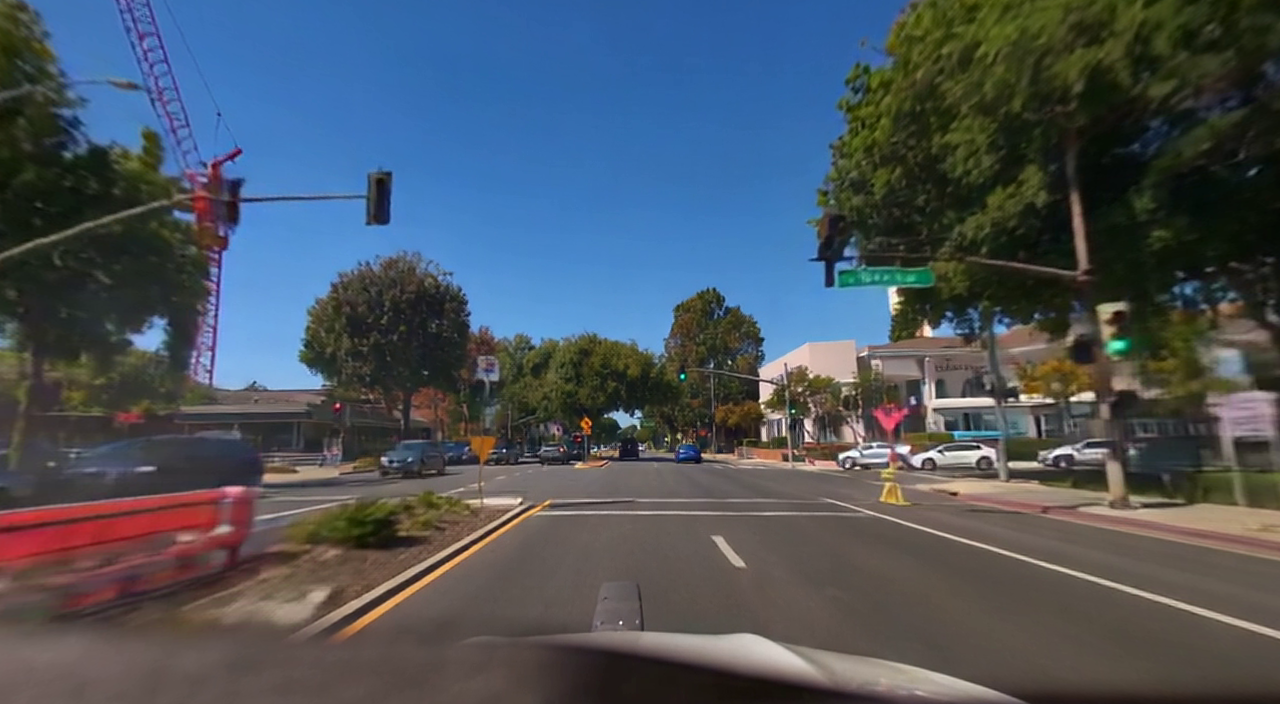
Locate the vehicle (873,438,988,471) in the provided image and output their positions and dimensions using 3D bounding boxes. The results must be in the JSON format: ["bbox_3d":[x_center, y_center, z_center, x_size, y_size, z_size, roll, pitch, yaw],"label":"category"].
[{"bbox_3d":[13.757,4.871,30.138,4.506,1.479,1.924,0,-8,1],"label":"vehicle"}]

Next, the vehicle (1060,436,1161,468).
[{"bbox_3d":[22.417,4.747,30.117,3.995,1.463,1.862,3,-9,-20],"label":"vehicle"}]

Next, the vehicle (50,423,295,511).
[{"bbox_3d":[-12.051,3.009,17.077,2.249,1.952,5.746,0,-8,0],"label":"vehicle"}]

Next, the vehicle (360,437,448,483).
[{"bbox_3d":[-9.105,4.196,24.767,1.918,1.640,3.971,0,-8,0],"label":"vehicle"}]

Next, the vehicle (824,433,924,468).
[{"bbox_3d":[12.610,5.343,34.315,4.641,1.772,2.080,-1,-9,6],"label":"vehicle"}]

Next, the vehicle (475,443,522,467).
[{"bbox_3d":[-9.059,6.655,40.921,2.067,1.460,4.290,0,-8,0],"label":"vehicle"}]

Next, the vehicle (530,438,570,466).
[{"bbox_3d":[-5.990,6.669,42.432,1.983,1.715,4.466,-2,-8,0],"label":"vehicle"}]
